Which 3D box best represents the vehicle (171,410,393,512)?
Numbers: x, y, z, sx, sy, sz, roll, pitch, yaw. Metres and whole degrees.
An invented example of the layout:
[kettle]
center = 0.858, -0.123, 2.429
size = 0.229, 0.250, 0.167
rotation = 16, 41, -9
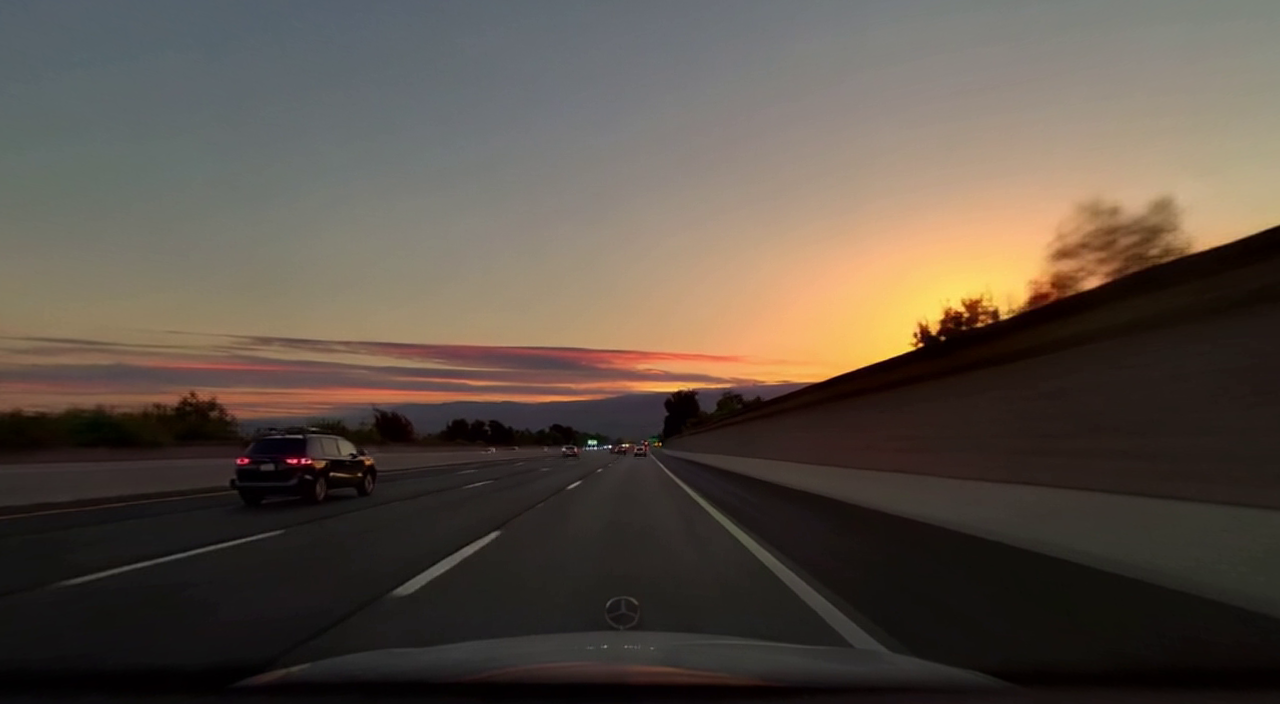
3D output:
[vehicle]
center = -7.889, 2.462, 14.654
size = 2.163, 1.947, 4.959
rotation = 0, -9, 1
